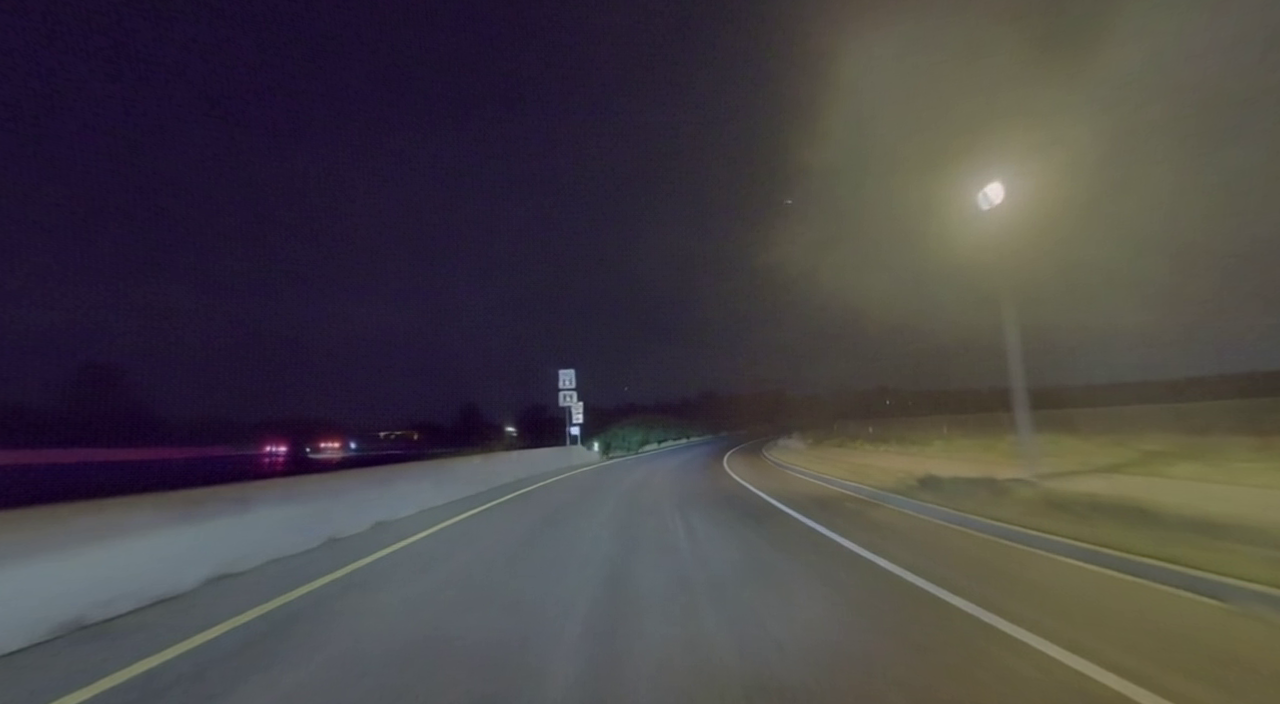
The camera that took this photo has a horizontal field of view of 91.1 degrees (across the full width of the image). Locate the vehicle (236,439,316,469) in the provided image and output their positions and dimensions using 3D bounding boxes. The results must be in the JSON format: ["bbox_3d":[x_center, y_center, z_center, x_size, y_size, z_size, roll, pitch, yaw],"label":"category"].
[{"bbox_3d":[-18.567,5.186,32.284,1.895,1.451,4.168,0,-8,-5],"label":"vehicle"}]

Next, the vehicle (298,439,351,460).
[{"bbox_3d":[-23.864,7.365,47.732,1.880,1.509,4.775,0,-8,-5],"label":"vehicle"}]
